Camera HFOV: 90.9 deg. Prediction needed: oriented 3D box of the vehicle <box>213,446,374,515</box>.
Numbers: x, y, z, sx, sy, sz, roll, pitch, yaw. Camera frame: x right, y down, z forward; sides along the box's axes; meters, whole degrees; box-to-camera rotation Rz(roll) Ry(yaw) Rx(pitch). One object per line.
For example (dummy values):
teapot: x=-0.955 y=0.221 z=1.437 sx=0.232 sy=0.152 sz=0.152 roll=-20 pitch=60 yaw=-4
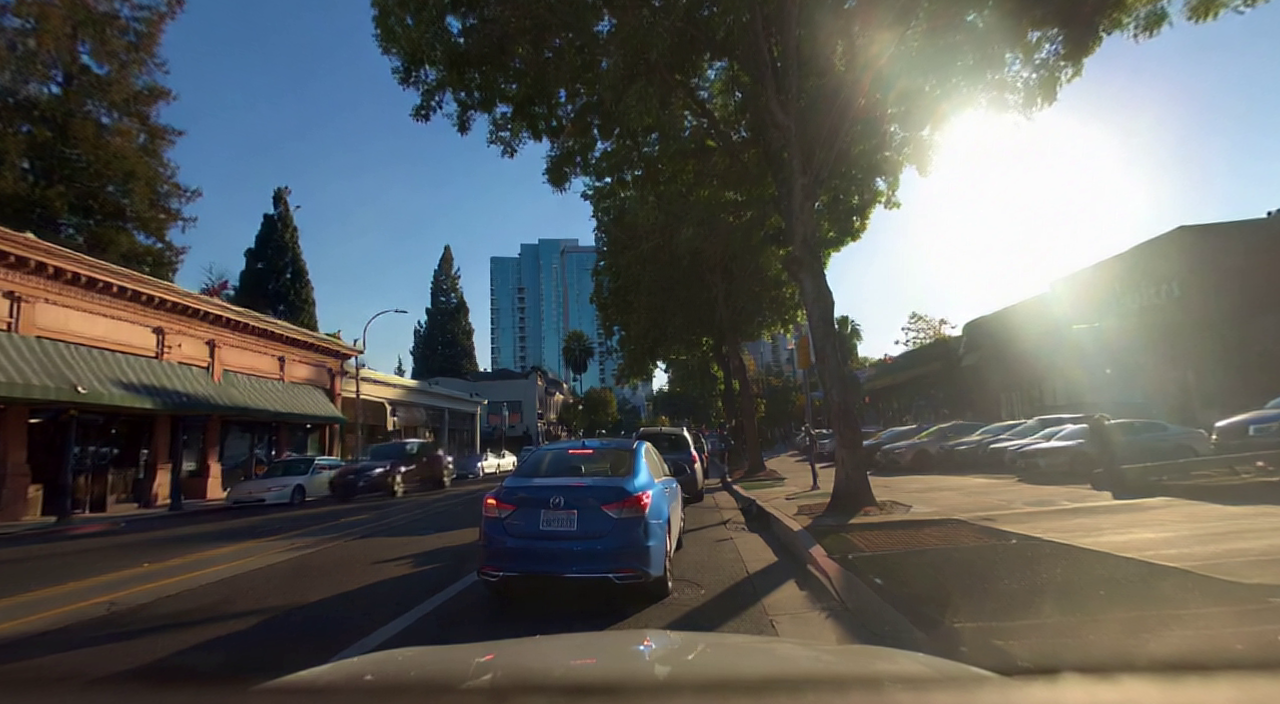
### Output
vehicle: x=-11.006 y=4.067 z=20.591 sx=2.081 sy=1.718 sz=5.342 roll=-6 pitch=-9 yaw=3

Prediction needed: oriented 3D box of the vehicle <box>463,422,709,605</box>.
vehicle: x=-0.272 y=1.631 z=7.292 sx=1.939 sy=1.478 sz=3.922 roll=-1 pitch=-8 yaw=9

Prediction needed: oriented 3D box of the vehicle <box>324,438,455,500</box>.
vehicle: x=-8.034 y=3.766 z=20.755 sx=2.054 sy=1.772 sz=4.276 roll=-3 pitch=-9 yaw=9

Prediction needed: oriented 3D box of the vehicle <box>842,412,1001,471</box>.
vehicle: x=9.020 y=2.832 z=20.216 sx=4.558 sy=1.528 sz=1.915 roll=0 pitch=-8 yaw=-23
